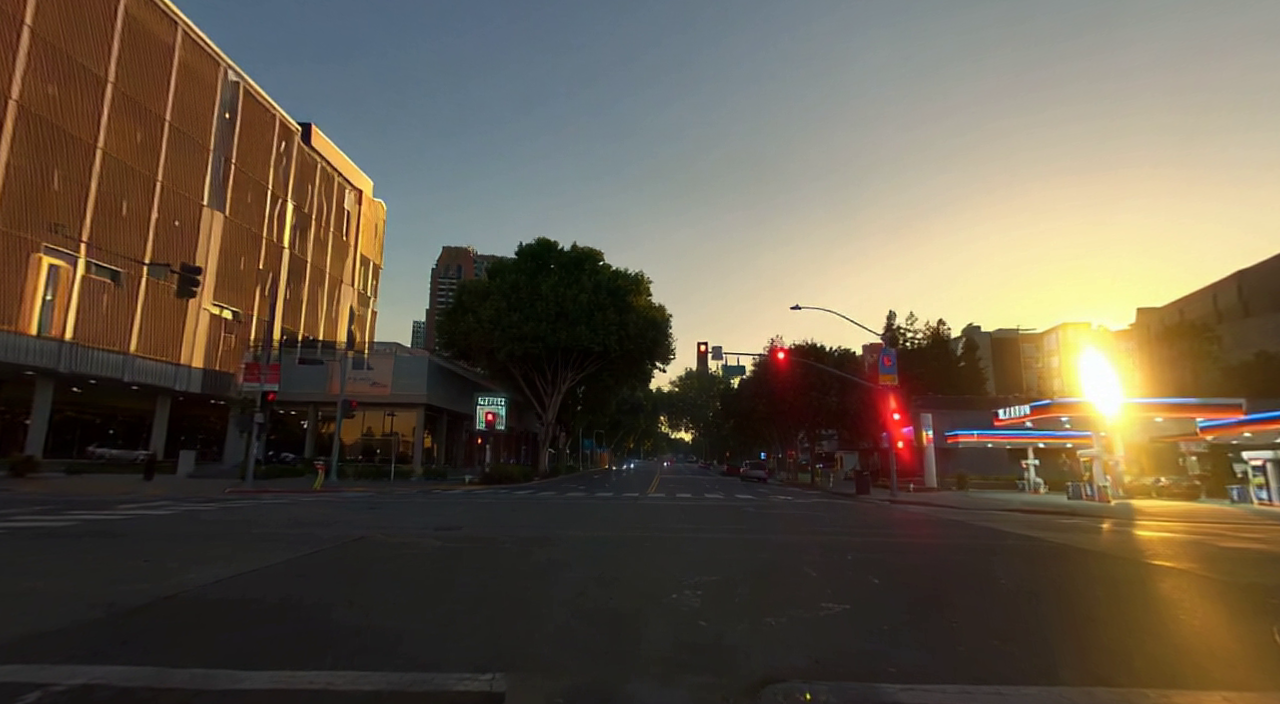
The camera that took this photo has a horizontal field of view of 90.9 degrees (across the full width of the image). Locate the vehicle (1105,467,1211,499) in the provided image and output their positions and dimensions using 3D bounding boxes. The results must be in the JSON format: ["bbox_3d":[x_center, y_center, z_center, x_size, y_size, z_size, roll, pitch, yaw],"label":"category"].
[{"bbox_3d":[28.010,7.073,34.309,1.897,1.466,4.211,1,-8,-6],"label":"vehicle"}]
